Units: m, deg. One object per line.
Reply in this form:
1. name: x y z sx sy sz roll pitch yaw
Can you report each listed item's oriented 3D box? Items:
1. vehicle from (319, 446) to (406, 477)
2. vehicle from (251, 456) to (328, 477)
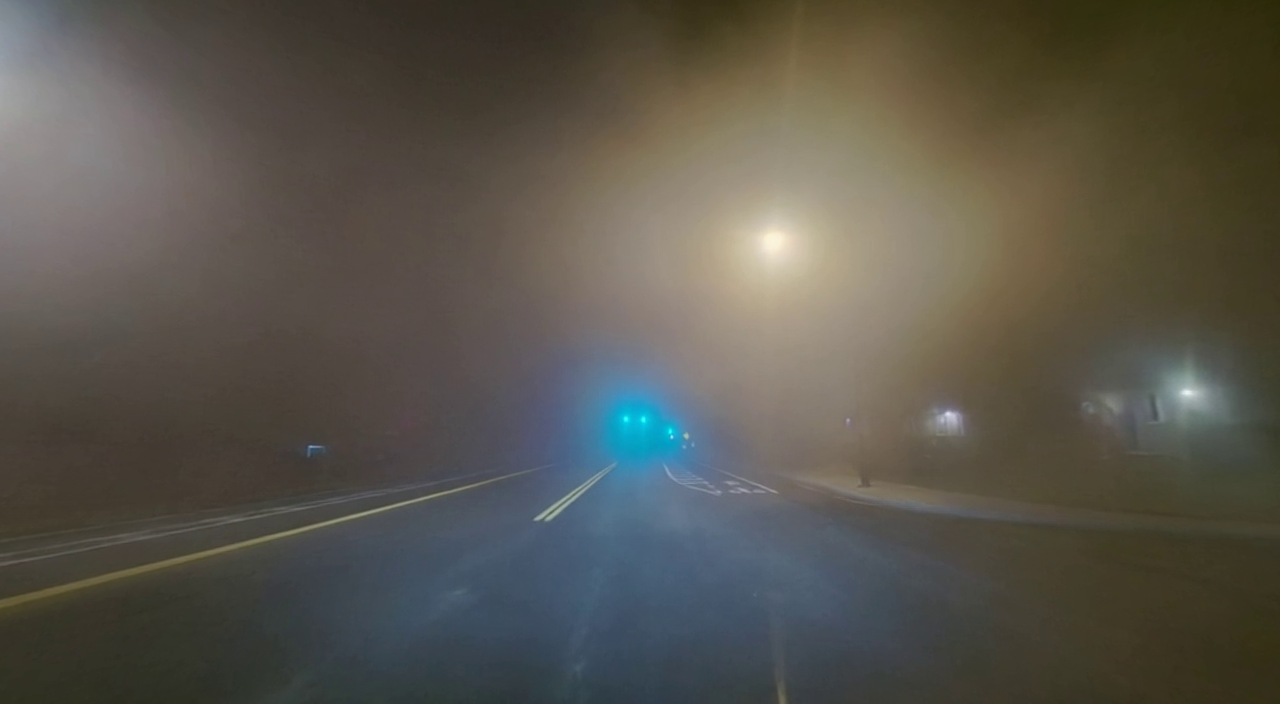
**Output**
1. vehicle: -21.667 8.564 49.331 5.841 1.902 2.244 -5 -8 4
2. vehicle: -27.506 9.002 49.526 4.696 1.518 2.224 0 -8 -2
